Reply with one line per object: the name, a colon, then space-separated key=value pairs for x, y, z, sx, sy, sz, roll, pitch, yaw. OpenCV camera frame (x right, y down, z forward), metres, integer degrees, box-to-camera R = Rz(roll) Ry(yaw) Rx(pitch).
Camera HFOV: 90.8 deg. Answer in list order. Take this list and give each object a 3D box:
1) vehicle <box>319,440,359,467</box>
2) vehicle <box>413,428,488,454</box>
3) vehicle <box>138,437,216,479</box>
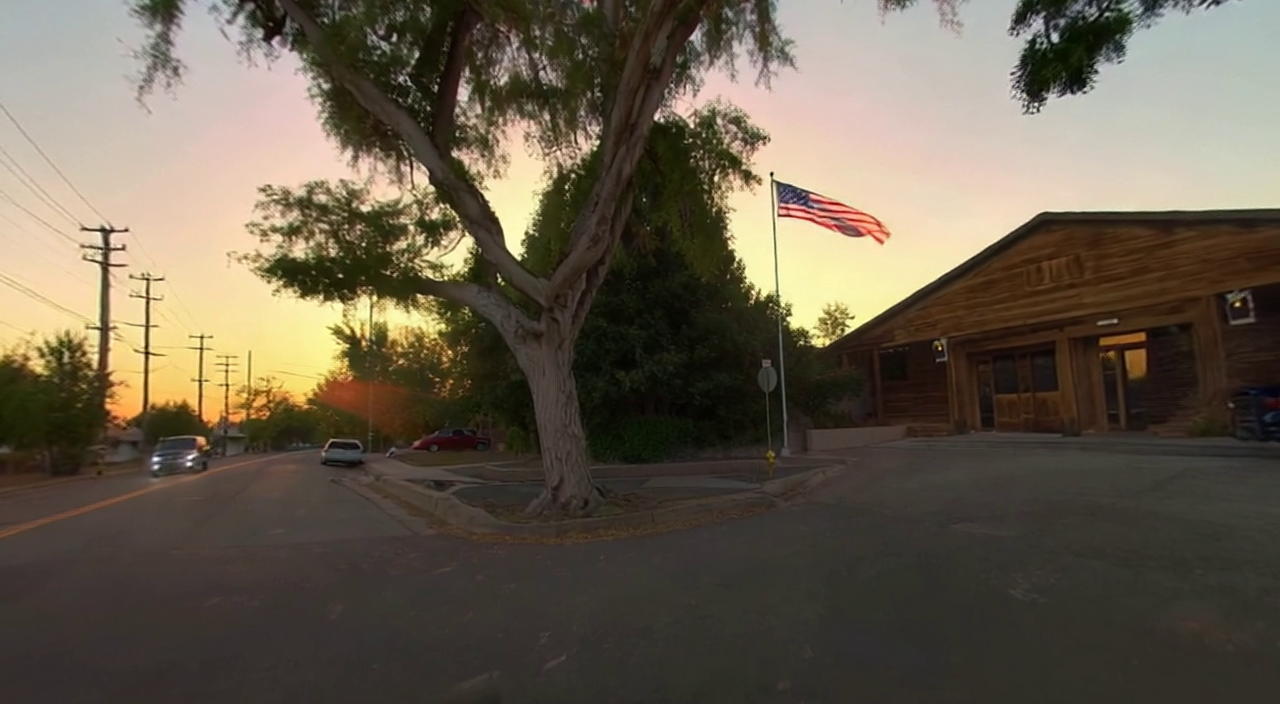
vehicle: x=-17.600 y=5.910 z=36.859 sx=1.941 sy=1.460 sz=4.206 roll=4 pitch=-9 yaw=-26
vehicle: x=-13.506 y=6.380 z=45.104 sx=4.767 sy=1.735 sz=1.920 roll=4 pitch=-9 yaw=-27
vehicle: x=-21.771 y=4.982 z=29.912 sx=2.086 sy=1.798 sz=4.511 roll=4 pitch=-9 yaw=-25
